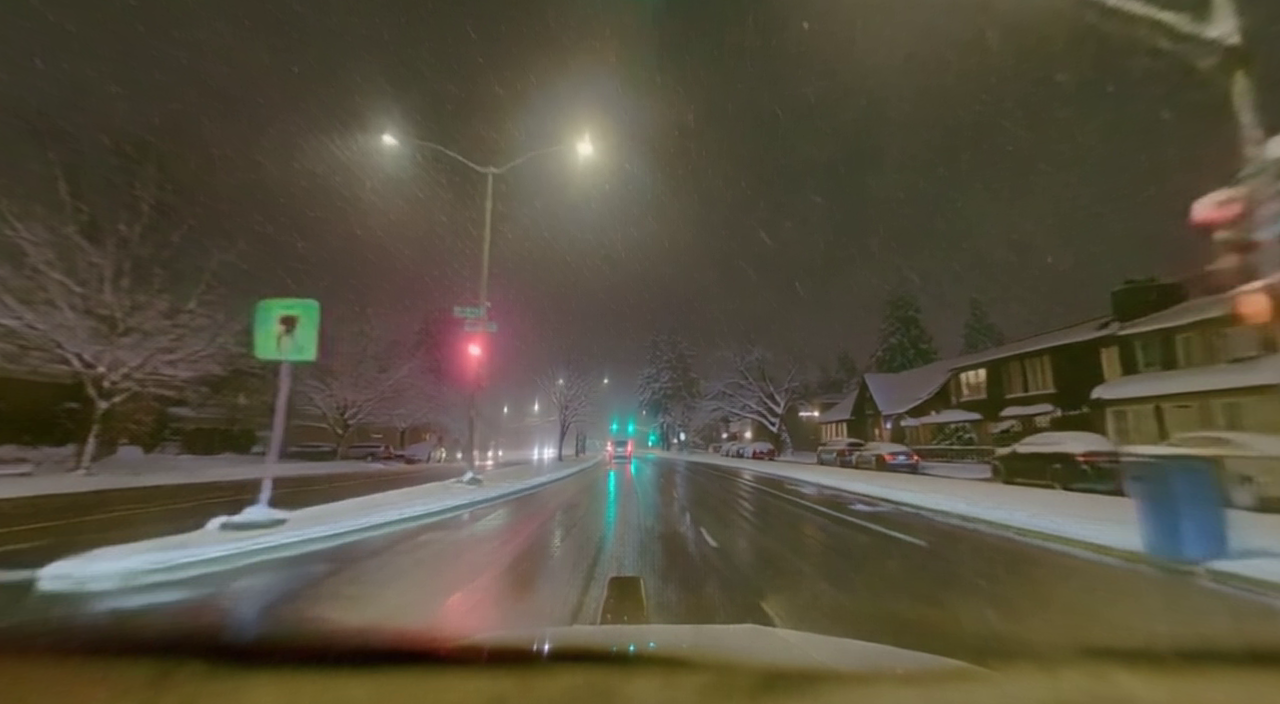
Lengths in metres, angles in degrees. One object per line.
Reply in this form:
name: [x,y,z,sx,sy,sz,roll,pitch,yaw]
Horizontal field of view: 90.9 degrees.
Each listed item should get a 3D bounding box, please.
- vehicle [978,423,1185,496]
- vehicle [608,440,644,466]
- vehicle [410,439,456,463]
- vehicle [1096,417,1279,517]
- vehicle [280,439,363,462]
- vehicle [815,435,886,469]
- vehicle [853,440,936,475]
vehicle: [11.811,2.924,17.426,2.226,1.720,4.708,0,-8,-1]
vehicle: [-0.862,6.203,38.867,2.113,1.462,4.203,0,-8,-2]
vehicle: [-15.806,7.586,48.335,2.042,1.748,4.584,0,-8,-1]
vehicle: [11.797,2.223,12.500,2.018,1.665,4.576,0,-8,0]
vehicle: [-21.353,6.609,42.342,4.547,1.484,1.914,0,-8,1]
vehicle: [11.259,5.410,34.138,2.156,1.689,4.774,0,-8,0]
vehicle: [11.438,4.746,28.721,1.838,1.443,4.563,0,-8,-1]
